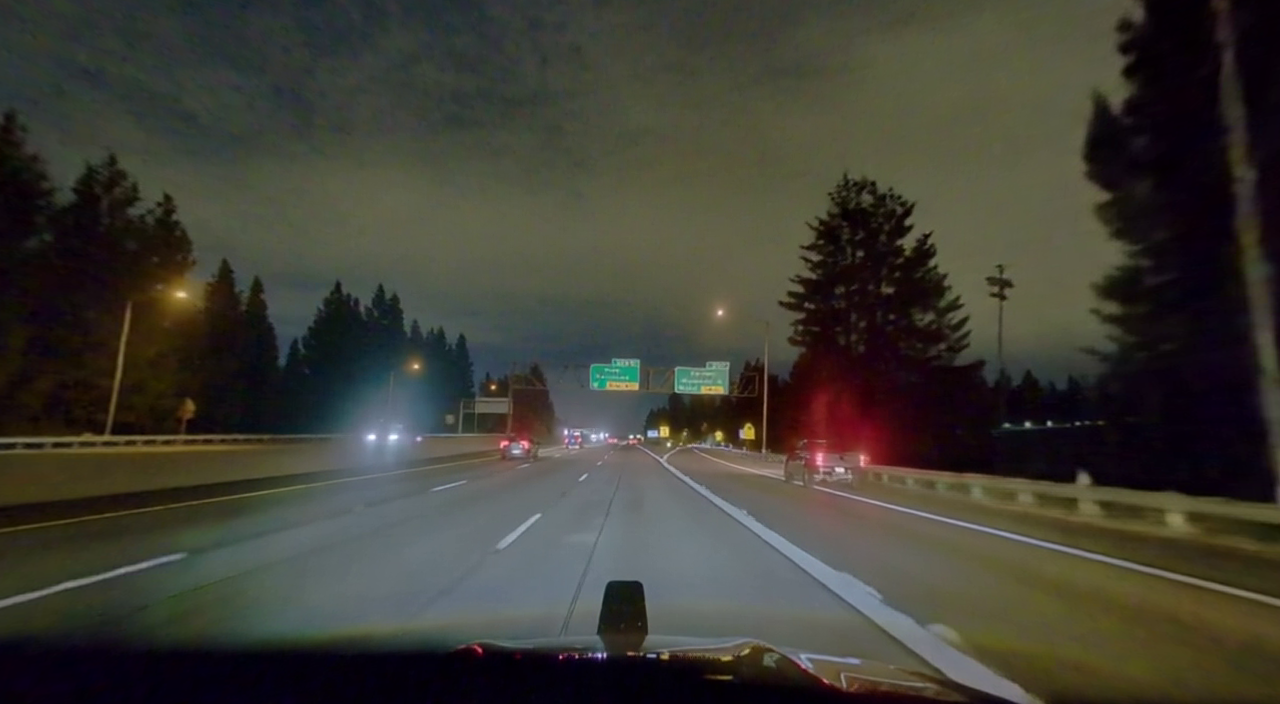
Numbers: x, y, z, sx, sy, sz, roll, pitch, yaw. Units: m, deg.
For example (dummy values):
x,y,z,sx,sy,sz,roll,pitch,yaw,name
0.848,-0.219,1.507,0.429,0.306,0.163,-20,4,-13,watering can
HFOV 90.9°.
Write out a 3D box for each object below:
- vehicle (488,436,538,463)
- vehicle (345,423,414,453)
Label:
x,y,z,sx,sy,sz,roll,pitch,yaw,name
-7.513,5.839,37.813,2.025,1.494,4.495,0,-8,0,vehicle
-18.123,6.069,44.241,2.260,1.902,5.848,0,-8,1,vehicle
